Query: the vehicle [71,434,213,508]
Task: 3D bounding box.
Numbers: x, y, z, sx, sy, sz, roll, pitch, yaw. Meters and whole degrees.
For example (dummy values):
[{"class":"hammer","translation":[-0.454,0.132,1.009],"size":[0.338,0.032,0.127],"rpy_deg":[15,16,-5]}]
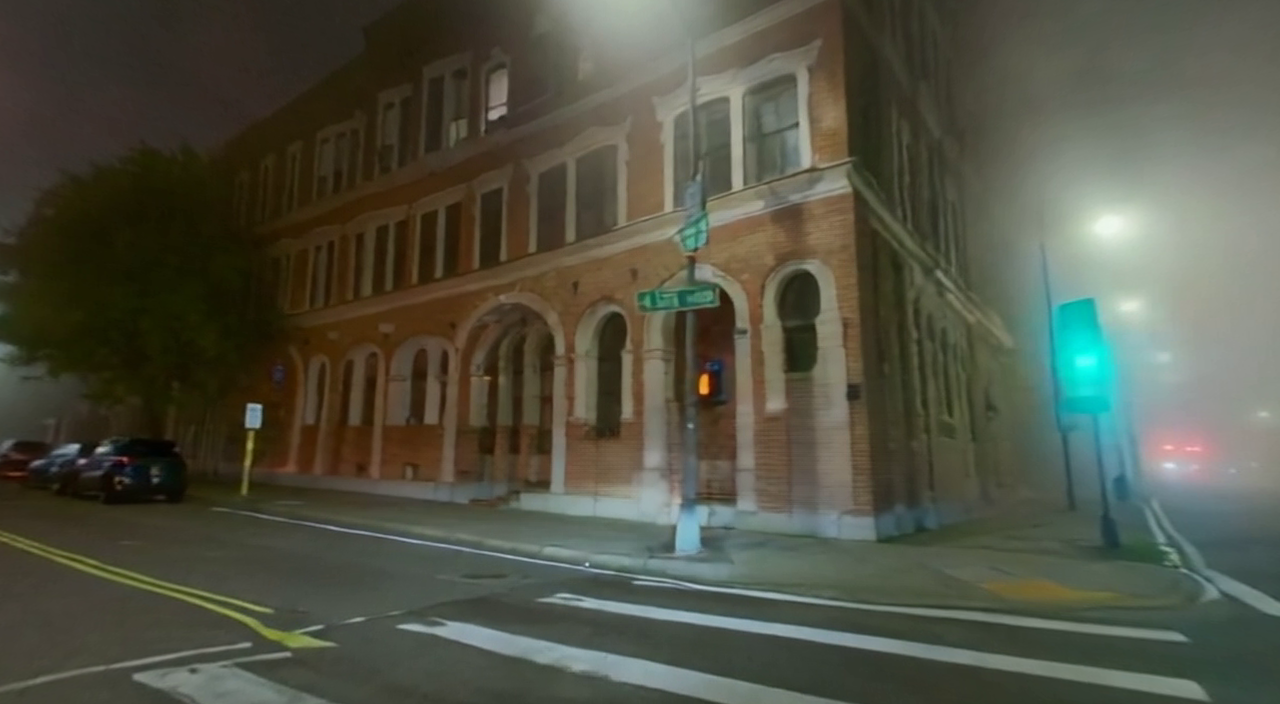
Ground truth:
[{"class":"vehicle","translation":[-14.154,3.290,17.833],"size":[4.518,1.804,1.953],"rpy_deg":[-7,-11,37]}]
